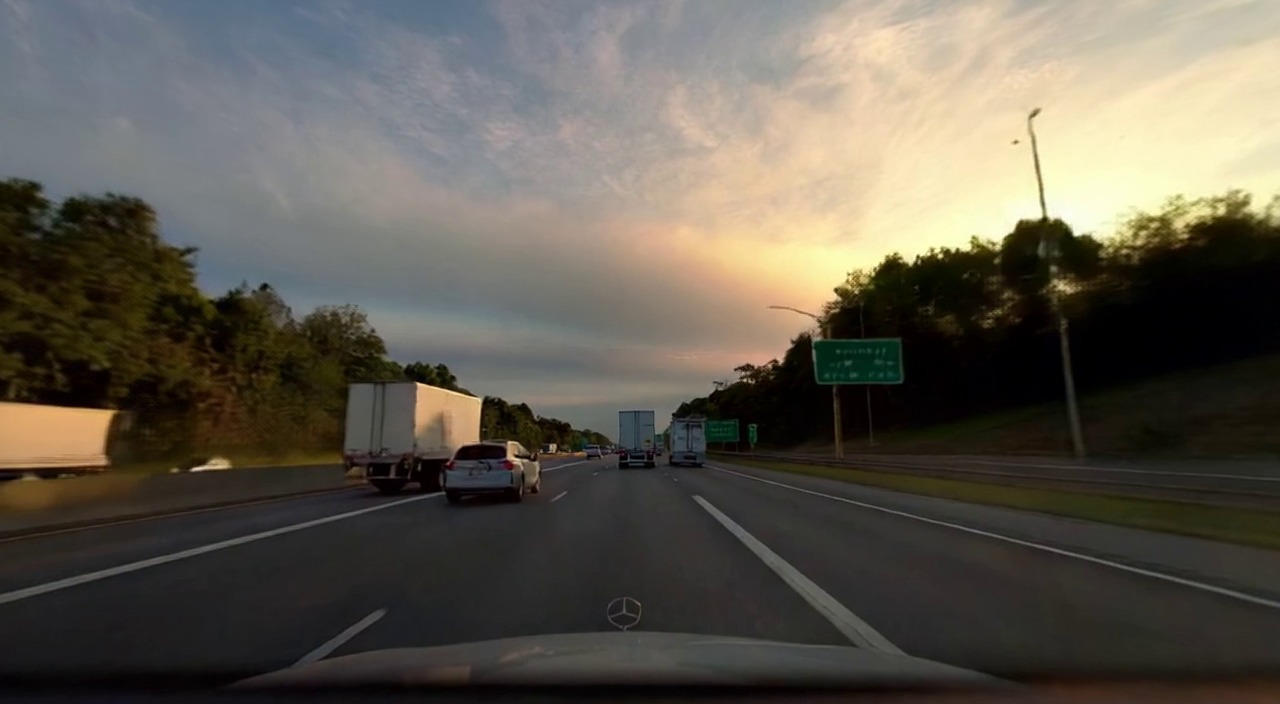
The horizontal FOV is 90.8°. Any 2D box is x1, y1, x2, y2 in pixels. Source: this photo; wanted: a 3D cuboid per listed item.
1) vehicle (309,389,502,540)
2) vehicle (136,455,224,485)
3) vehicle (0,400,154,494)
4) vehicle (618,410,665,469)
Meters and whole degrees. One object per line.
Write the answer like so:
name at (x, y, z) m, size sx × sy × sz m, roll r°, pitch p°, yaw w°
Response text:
vehicle at (-3.866, 1.936, 11.191) m, size 2.033 × 2.234 × 3.490 m, roll 0°, pitch -9°, yaw 0°
vehicle at (-24.461, 6.263, 33.740) m, size 1.760 × 1.435 × 3.810 m, roll 0°, pitch -9°, yaw 1°
vehicle at (-28.422, 4.611, 30.529) m, size 3.036 × 3.912 × 8.215 m, roll 0°, pitch -9°, yaw 1°
vehicle at (0.073, 6.819, 48.831) m, size 3.201 × 4.019 × 10.918 m, roll 0°, pitch -9°, yaw 0°
